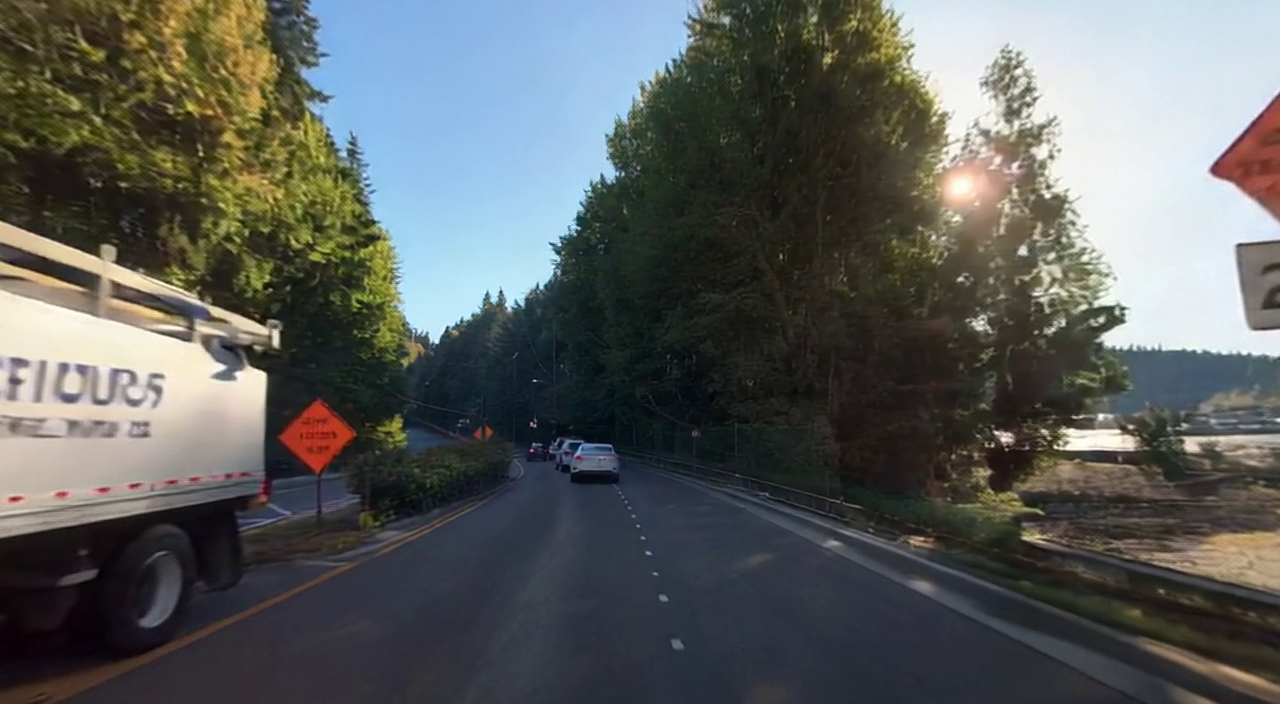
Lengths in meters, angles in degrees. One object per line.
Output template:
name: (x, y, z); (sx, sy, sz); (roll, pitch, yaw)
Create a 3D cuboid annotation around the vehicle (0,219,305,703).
vehicle: (-3.599, 0.456, 1.590); (2.671, 2.053, 6.074); (1, -8, -6)

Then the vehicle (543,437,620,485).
vehicle: (-2.143, 3.726, 21.963); (2.186, 1.463, 4.356); (2, -8, -11)
